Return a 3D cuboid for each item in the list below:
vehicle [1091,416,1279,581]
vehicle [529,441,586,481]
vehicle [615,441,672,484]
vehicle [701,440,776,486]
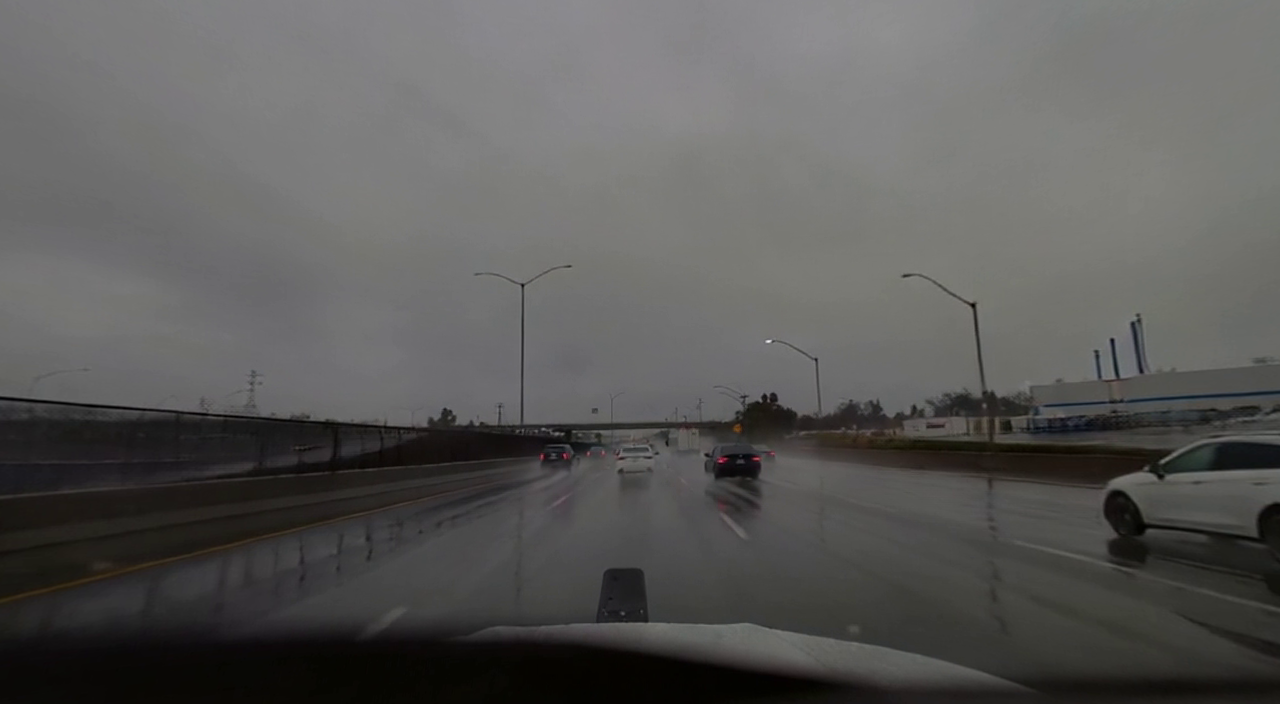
[{"bbox_3d":[6.896,1.419,6.279,1.860,1.520,3.961,0,-8,0],"label":"vehicle"},{"bbox_3d":[-3.690,4.914,28.890,2.036,1.669,4.112,0,-8,1],"label":"vehicle"},{"bbox_3d":[0.129,4.362,25.307,2.067,1.555,4.851,0,-8,0],"label":"vehicle"},{"bbox_3d":[3.402,3.931,22.679,1.942,1.453,4.329,0,-8,-1],"label":"vehicle"}]
